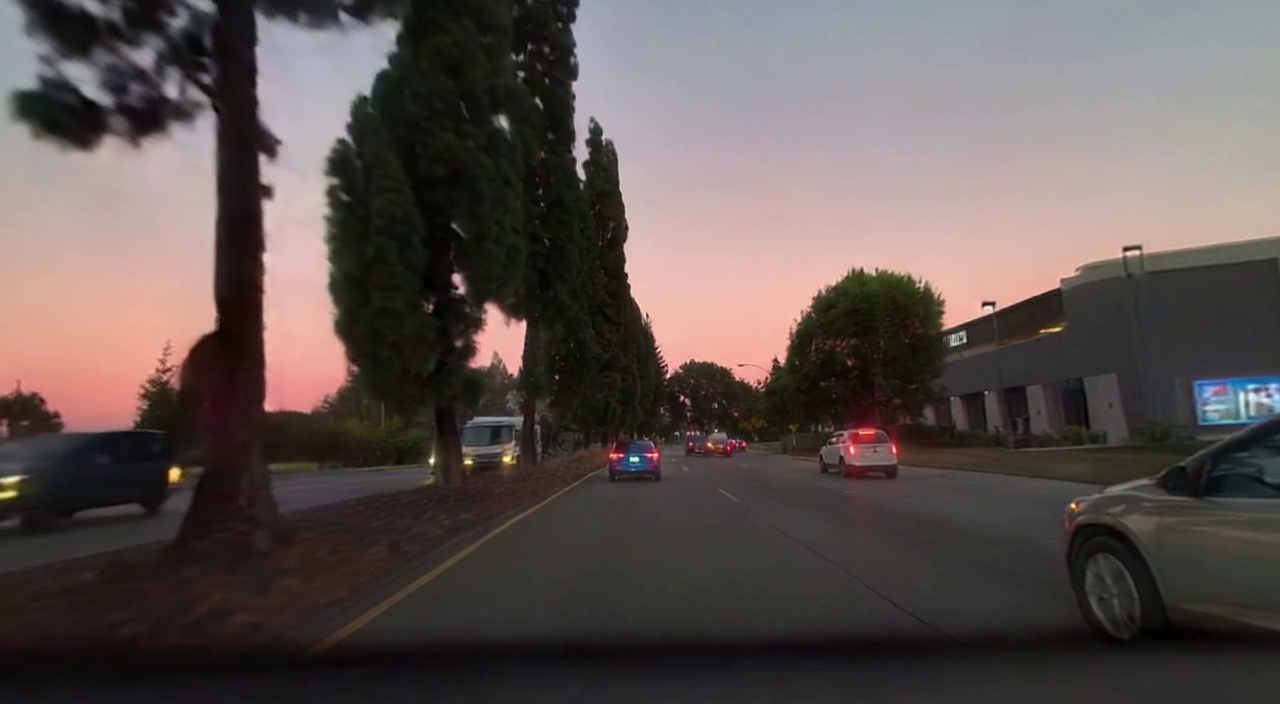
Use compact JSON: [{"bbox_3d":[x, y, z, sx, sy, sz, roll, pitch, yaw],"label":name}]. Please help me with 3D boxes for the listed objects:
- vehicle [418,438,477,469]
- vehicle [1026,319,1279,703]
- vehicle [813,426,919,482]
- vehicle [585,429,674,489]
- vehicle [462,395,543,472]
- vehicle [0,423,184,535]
[{"bbox_3d":[-11.682,6.190,38.455,2.058,1.759,4.577,0,-8,2],"label":"vehicle"},{"bbox_3d":[3.579,0.658,1.783,2.090,1.763,4.560,0,-8,1],"label":"vehicle"},{"bbox_3d":[7.844,3.576,22.290,2.090,1.768,4.407,0,-8,0],"label":"vehicle"},{"bbox_3d":[-0.269,3.107,18.585,2.315,1.563,4.080,0,-8,0],"label":"vehicle"},{"bbox_3d":[-8.055,4.941,37.854,3.021,4.215,7.024,0,-8,1],"label":"vehicle"},{"bbox_3d":[-11.841,2.383,12.270,2.172,1.865,4.728,0,-8,1],"label":"vehicle"}]
